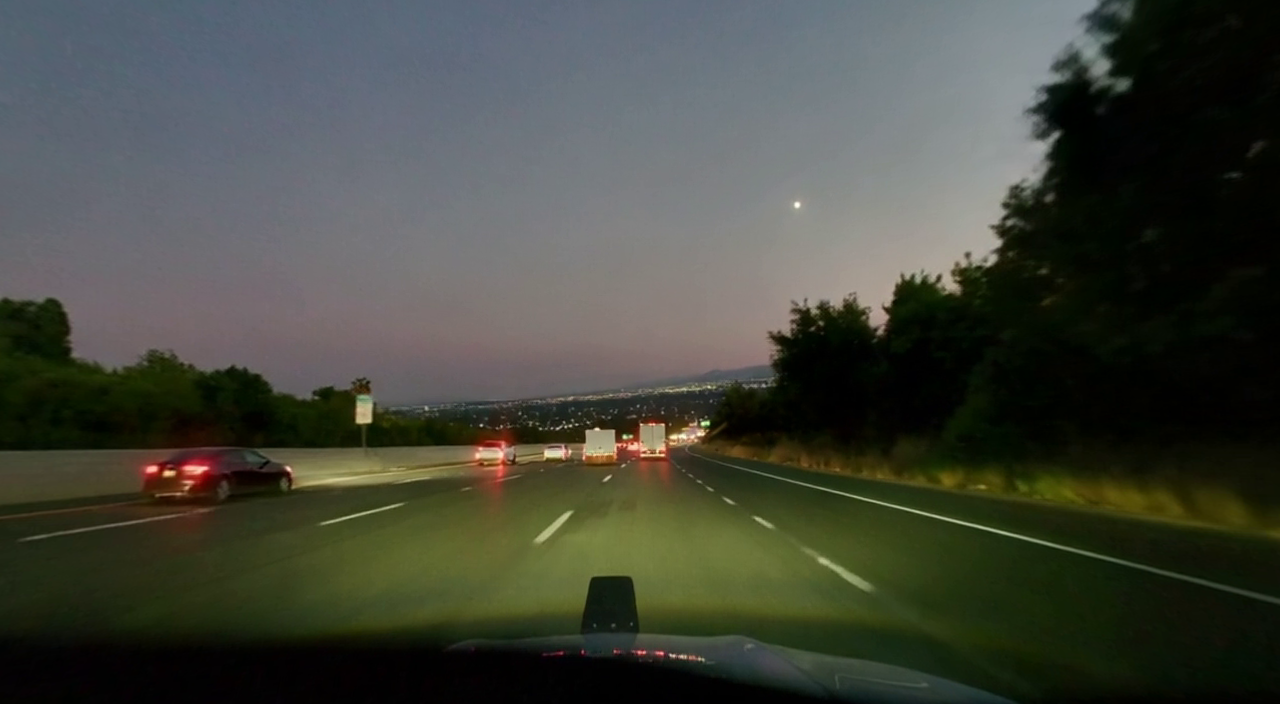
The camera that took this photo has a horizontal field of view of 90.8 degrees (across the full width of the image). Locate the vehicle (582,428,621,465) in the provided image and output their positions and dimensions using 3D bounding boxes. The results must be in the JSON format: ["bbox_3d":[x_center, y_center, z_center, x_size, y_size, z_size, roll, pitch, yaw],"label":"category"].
[{"bbox_3d":[-2.780,6.964,46.570,2.328,2.519,5.238,0,-9,2],"label":"vehicle"}]

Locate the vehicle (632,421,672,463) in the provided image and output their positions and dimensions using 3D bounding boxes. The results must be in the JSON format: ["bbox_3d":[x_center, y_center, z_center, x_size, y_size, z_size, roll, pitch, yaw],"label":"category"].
[{"bbox_3d":[0.897,6.695,47.054,2.768,2.854,6.757,1,-8,1],"label":"vehicle"}]

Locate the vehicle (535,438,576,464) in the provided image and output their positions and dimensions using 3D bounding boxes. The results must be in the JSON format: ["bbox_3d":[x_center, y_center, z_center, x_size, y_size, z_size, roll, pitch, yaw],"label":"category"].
[{"bbox_3d":[-6.316,7.493,47.774,2.206,1.838,4.889,0,-9,3],"label":"vehicle"}]

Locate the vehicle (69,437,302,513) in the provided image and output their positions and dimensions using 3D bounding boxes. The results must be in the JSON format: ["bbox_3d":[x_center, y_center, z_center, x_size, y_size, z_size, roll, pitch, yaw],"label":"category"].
[{"bbox_3d":[-10.156,2.762,14.742,1.952,1.457,4.689,0,-9,0],"label":"vehicle"}]

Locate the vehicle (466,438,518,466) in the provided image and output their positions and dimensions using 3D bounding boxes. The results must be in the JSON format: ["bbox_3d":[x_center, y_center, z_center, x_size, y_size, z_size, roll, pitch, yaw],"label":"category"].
[{"bbox_3d":[-10.082,6.852,43.447,2.080,1.777,5.450,0,-9,2],"label":"vehicle"}]
